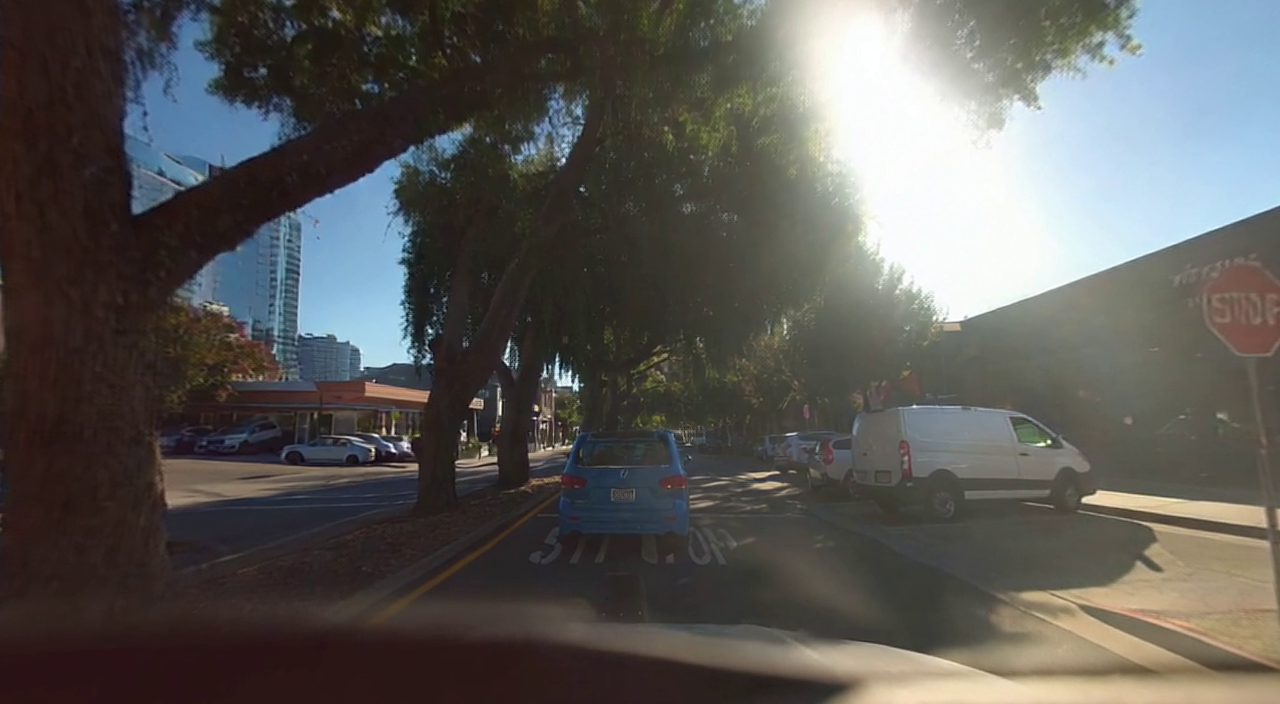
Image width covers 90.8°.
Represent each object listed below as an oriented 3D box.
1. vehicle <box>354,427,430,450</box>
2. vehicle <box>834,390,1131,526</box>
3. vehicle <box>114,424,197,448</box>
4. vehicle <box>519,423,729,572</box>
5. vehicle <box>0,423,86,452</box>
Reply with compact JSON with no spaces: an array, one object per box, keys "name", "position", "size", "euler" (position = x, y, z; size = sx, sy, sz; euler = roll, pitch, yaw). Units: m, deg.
[{"name":"vehicle","position":[-18.483,6.505,47.330],"size":[4.892,1.679,1.927],"euler":[1,-8,-6]},{"name":"vehicle","position":[6.615,1.987,12.164],"size":[5.385,2.146,2.143],"euler":[4,-9,-26]},{"name":"vehicle","position":[-31.889,5.558,41.653],"size":[3.915,1.574,1.850],"euler":[0,-8,3]},{"name":"vehicle","position":[-0.220,1.775,8.565],"size":[2.065,1.450,4.522],"euler":[0,-8,-2]},{"name":"vehicle","position":[-31.880,4.473,32.882],"size":[4.168,1.458,1.904],"euler":[0,-8,-3]}]
